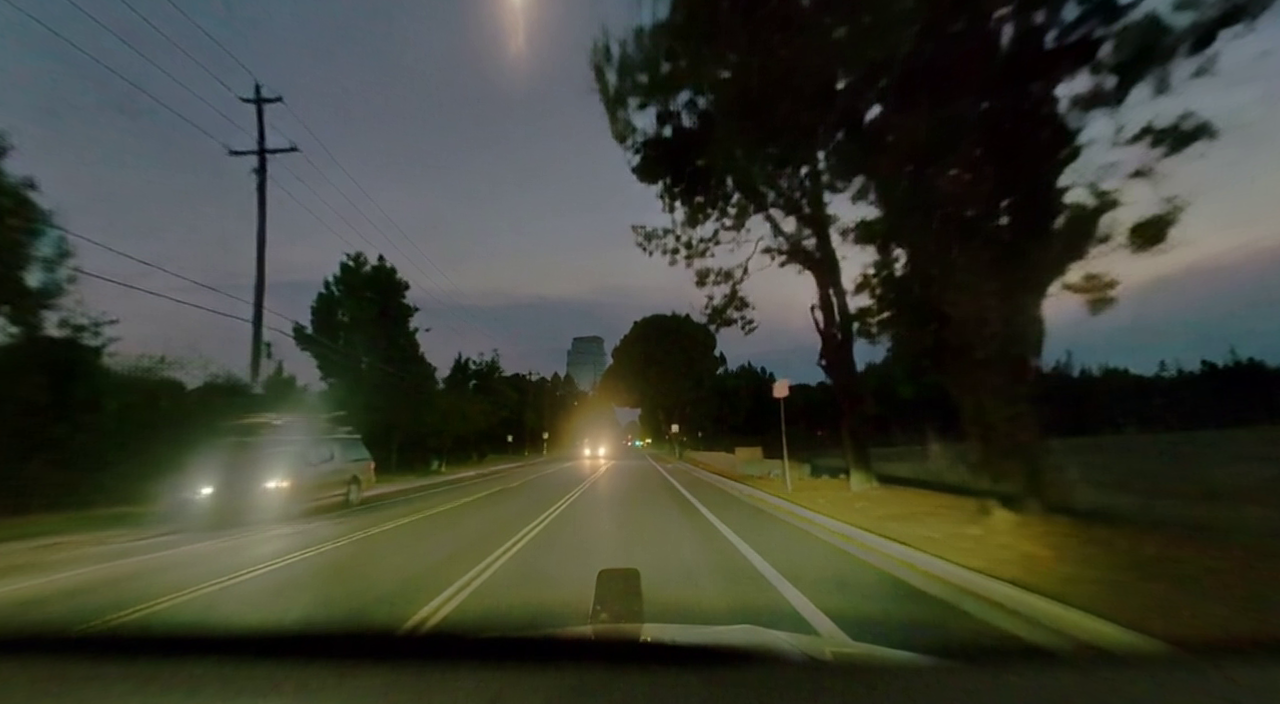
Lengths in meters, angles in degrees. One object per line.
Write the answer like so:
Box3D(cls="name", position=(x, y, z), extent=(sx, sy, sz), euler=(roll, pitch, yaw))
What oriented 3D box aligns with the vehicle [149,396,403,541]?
Box3D(cls="vehicle", position=(-8.102, 2.616, 15.152), extent=(2.351, 2.696, 6.106), euler=(-1, -8, 1))
